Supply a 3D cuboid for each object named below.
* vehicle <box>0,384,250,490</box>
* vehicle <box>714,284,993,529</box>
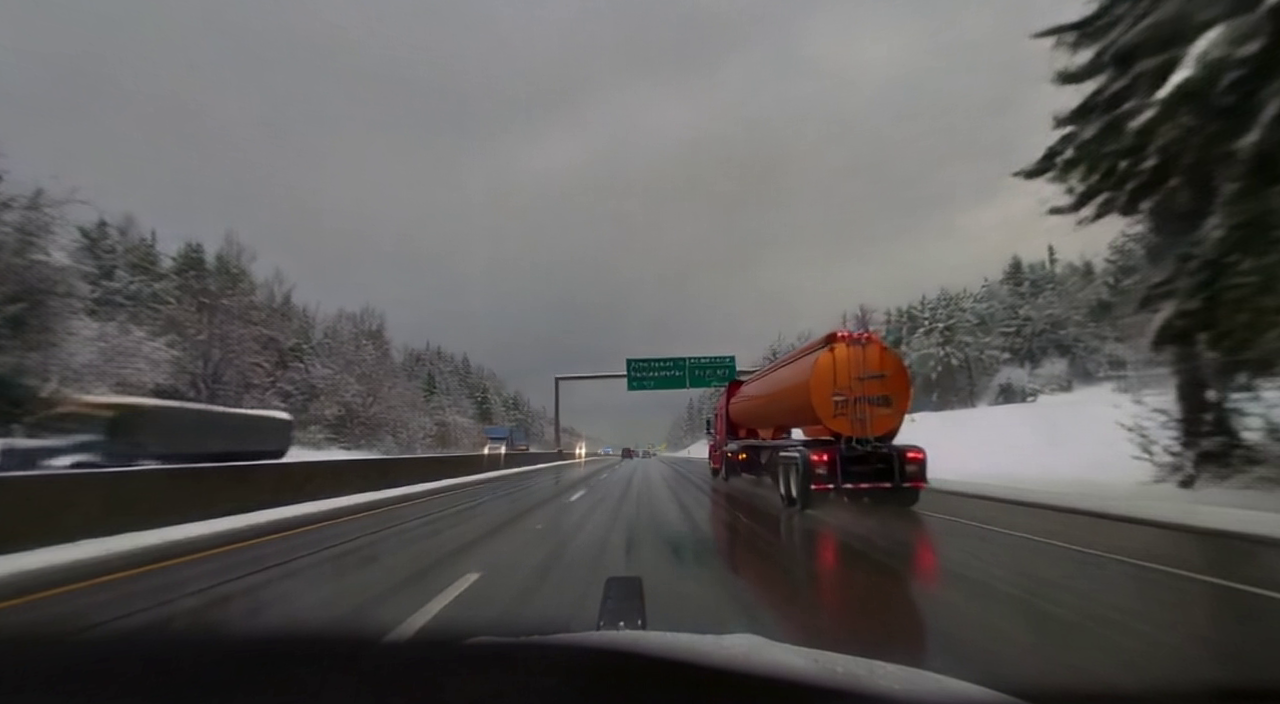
[{"bbox_3d":[-19.522,3.412,24.729,2.858,3.421,8.433,0,-9,1],"label":"vehicle"},{"bbox_3d":[4.340,1.896,17.366,2.784,4.080,13.516,-2,-9,0],"label":"vehicle"}]
